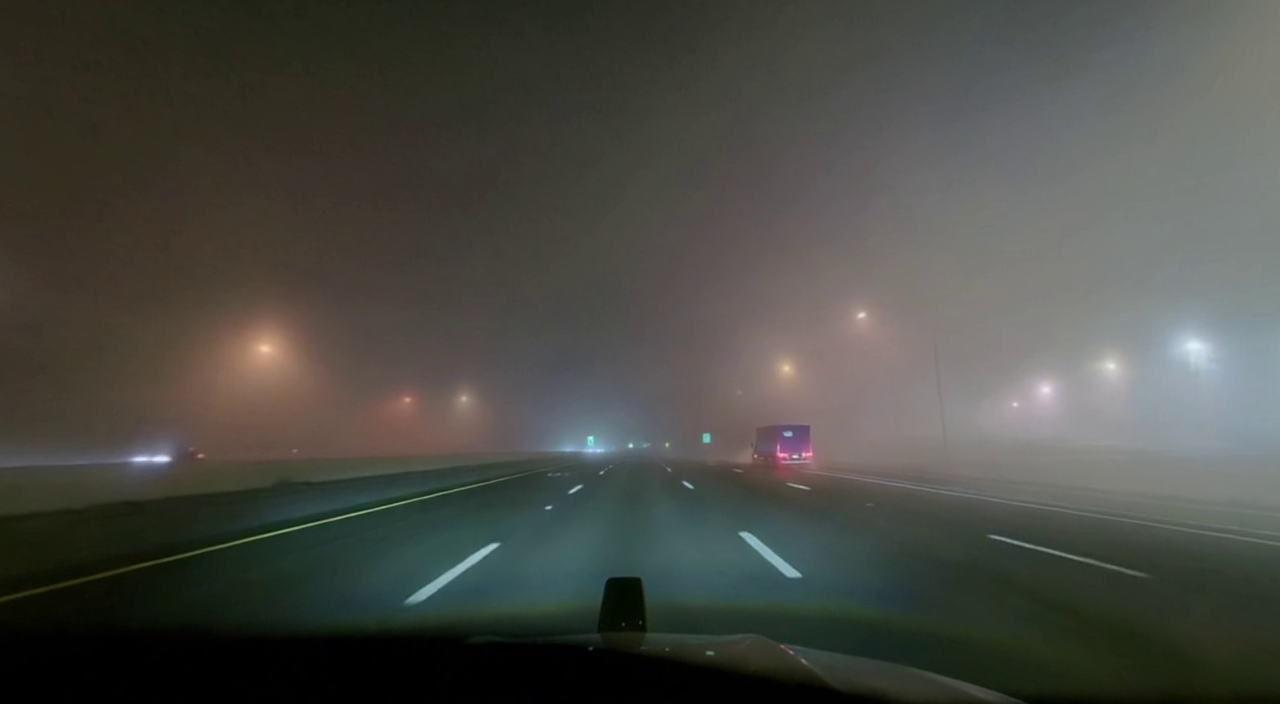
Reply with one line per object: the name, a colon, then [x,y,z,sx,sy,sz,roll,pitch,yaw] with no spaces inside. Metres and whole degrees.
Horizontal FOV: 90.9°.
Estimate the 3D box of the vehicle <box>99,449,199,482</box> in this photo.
vehicle: [-28.166,6.482,36.390,1.924,1.708,4.778,0,-8,0]
